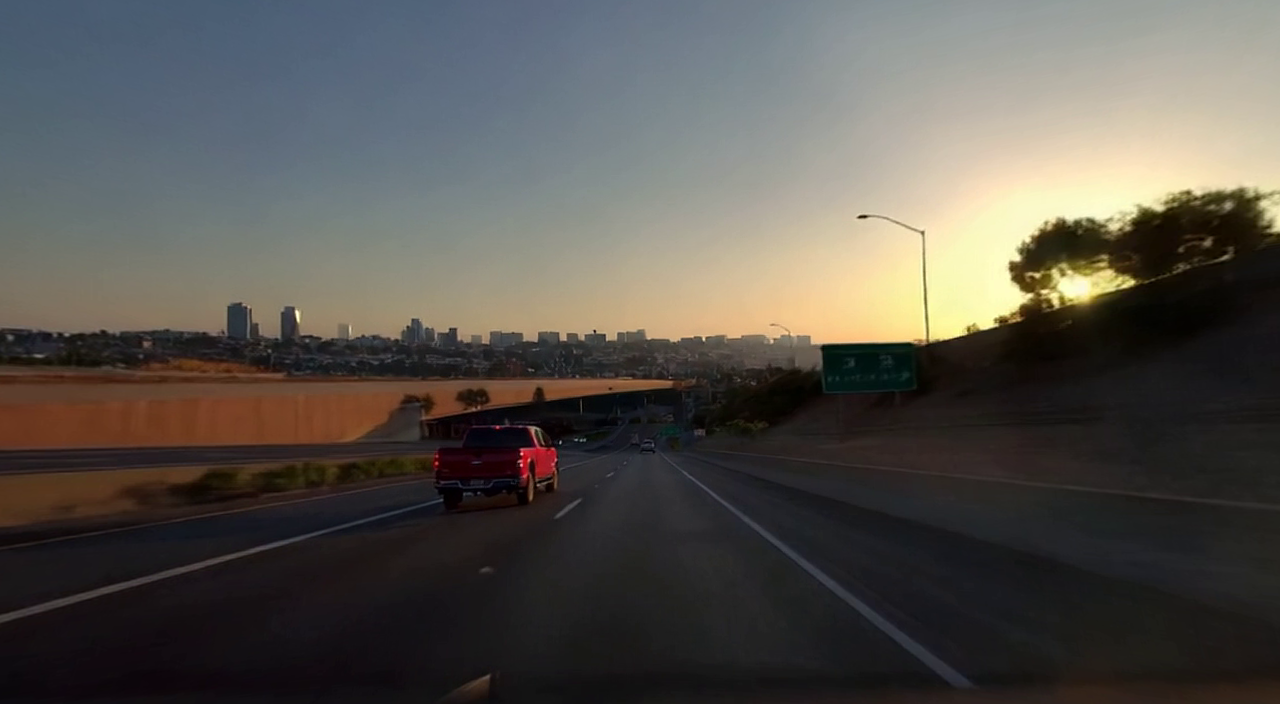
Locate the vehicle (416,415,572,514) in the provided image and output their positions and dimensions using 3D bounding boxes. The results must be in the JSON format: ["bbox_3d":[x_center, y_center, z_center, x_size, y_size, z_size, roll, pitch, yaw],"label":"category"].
[{"bbox_3d":[-3.213,2.654,15.419,2.350,1.932,5.562,-1,-8,2],"label":"vehicle"}]
